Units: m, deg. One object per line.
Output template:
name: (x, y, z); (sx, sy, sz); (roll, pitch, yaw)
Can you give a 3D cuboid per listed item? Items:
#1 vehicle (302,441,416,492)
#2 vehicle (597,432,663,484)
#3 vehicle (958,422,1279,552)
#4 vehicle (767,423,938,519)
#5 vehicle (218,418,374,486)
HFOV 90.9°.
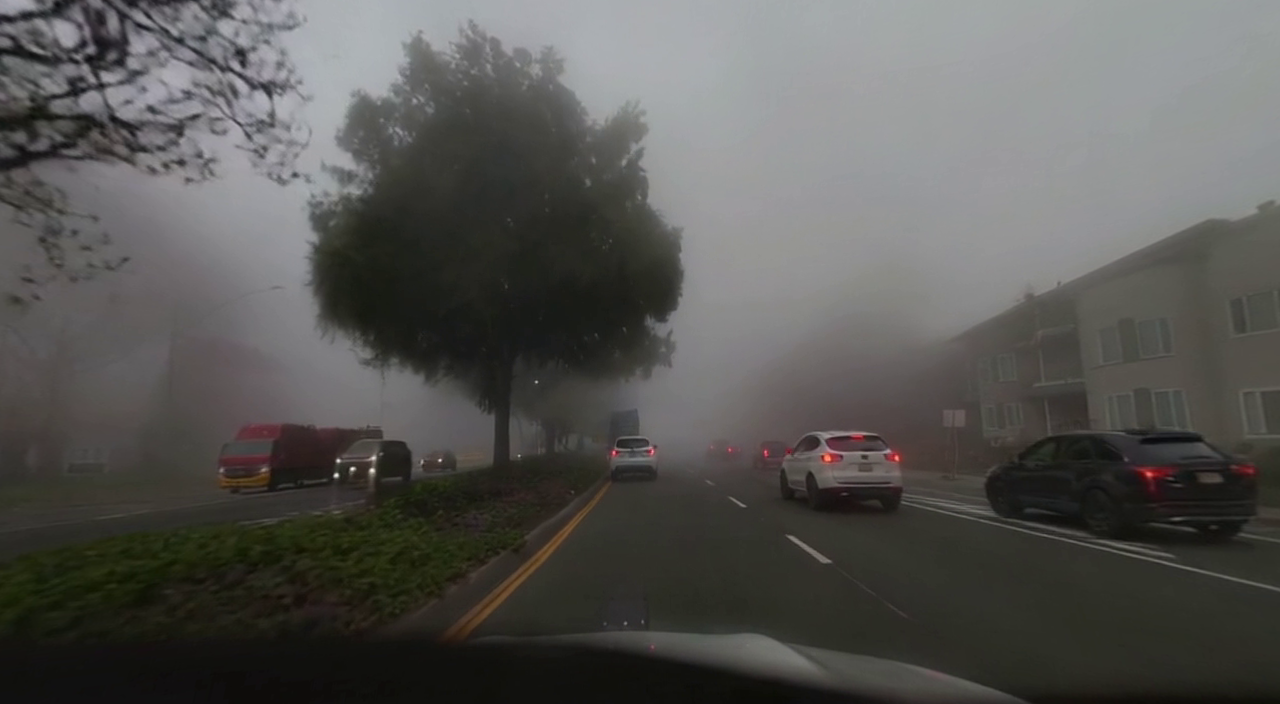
vehicle: (-10.616, 4.325, 24.270); (2.142, 1.742, 4.523); (0, -8, 2)
vehicle: (-0.377, 4.080, 24.535); (2.332, 1.798, 4.546); (0, -8, 0)
vehicle: (7.304, 1.994, 10.027); (2.133, 1.583, 4.496); (0, -8, 0)
vehicle: (4.235, 2.447, 13.500); (2.100, 1.689, 4.501); (0, -8, 1)
vehicle: (-20.063, 5.969, 38.026); (3.233, 3.473, 10.664); (0, -8, 1)
